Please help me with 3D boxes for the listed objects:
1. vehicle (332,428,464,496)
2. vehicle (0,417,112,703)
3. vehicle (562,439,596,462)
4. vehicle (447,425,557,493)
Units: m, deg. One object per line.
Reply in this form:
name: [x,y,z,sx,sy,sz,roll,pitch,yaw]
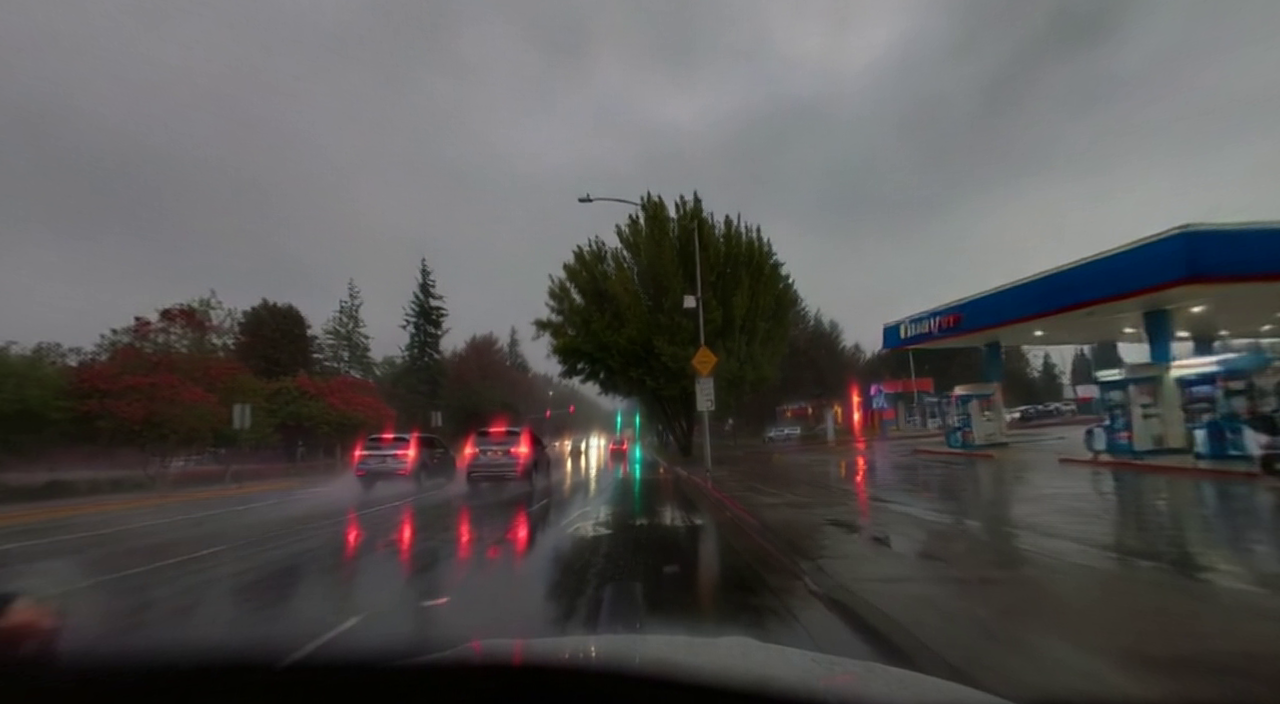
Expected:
vehicle: [-7.096,3.276,19.103,2.102,1.774,4.662,0,-9,1]
vehicle: [-3.373,0.719,0.625,1.888,1.452,4.303,0,-9,1]
vehicle: [-4.441,7.206,46.218,2.060,1.580,3.980,0,-9,1]
vehicle: [-4.023,3.220,19.214,2.306,1.815,4.476,0,-9,0]
